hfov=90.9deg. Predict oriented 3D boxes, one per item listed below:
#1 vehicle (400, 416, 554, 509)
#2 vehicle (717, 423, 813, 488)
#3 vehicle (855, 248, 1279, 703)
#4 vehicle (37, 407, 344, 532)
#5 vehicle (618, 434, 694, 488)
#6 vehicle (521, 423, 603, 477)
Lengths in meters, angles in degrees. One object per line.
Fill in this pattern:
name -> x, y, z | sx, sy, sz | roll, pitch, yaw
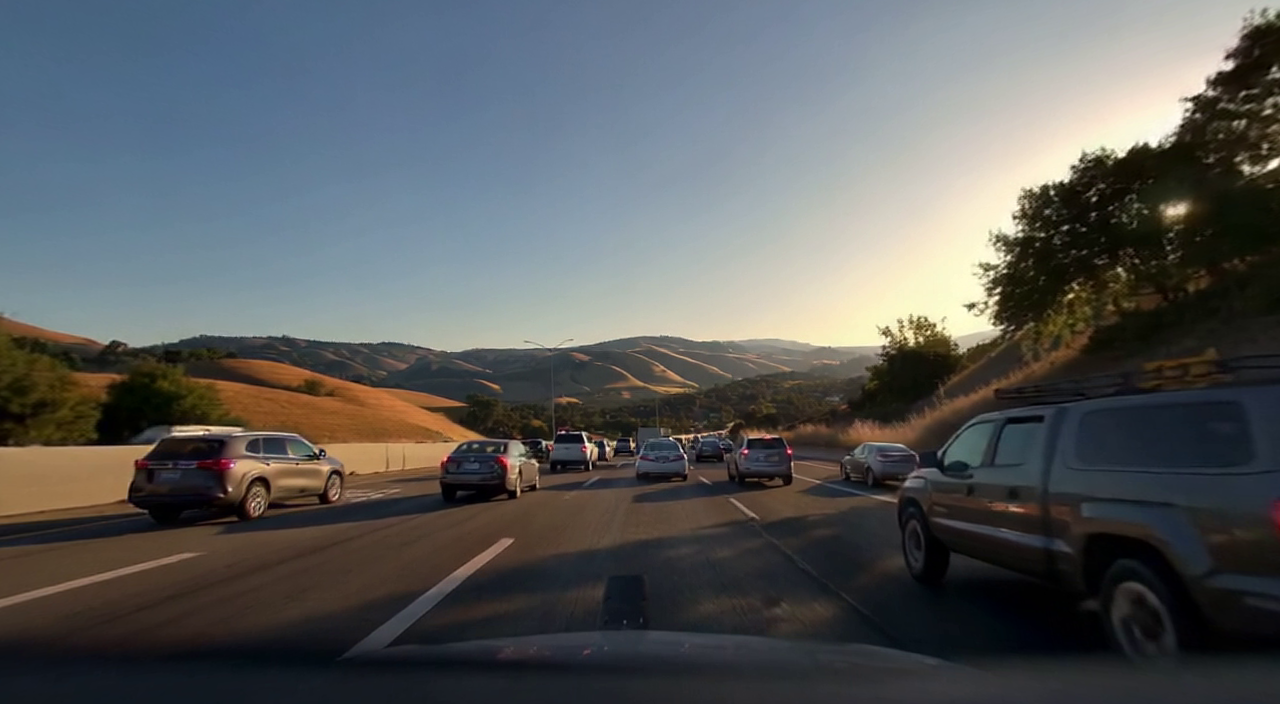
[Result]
vehicle -> -3.383, 2.404, 14.138 | 2.179, 1.723, 4.410 | 0, -8, 1
vehicle -> 3.726, 3.183, 19.718 | 2.046, 1.765, 4.534 | 0, -8, 0
vehicle -> 3.480, 0.891, 4.285 | 2.266, 1.929, 5.194 | 0, -8, 1
vehicle -> -7.690, 2.056, 11.628 | 2.017, 1.810, 4.782 | 0, -8, 1
vehicle -> 0.488, 3.311, 19.580 | 2.105, 1.471, 4.349 | 0, -8, 1
vehicle -> -2.956, 3.898, 25.213 | 2.301, 1.902, 5.374 | 0, -8, 3
